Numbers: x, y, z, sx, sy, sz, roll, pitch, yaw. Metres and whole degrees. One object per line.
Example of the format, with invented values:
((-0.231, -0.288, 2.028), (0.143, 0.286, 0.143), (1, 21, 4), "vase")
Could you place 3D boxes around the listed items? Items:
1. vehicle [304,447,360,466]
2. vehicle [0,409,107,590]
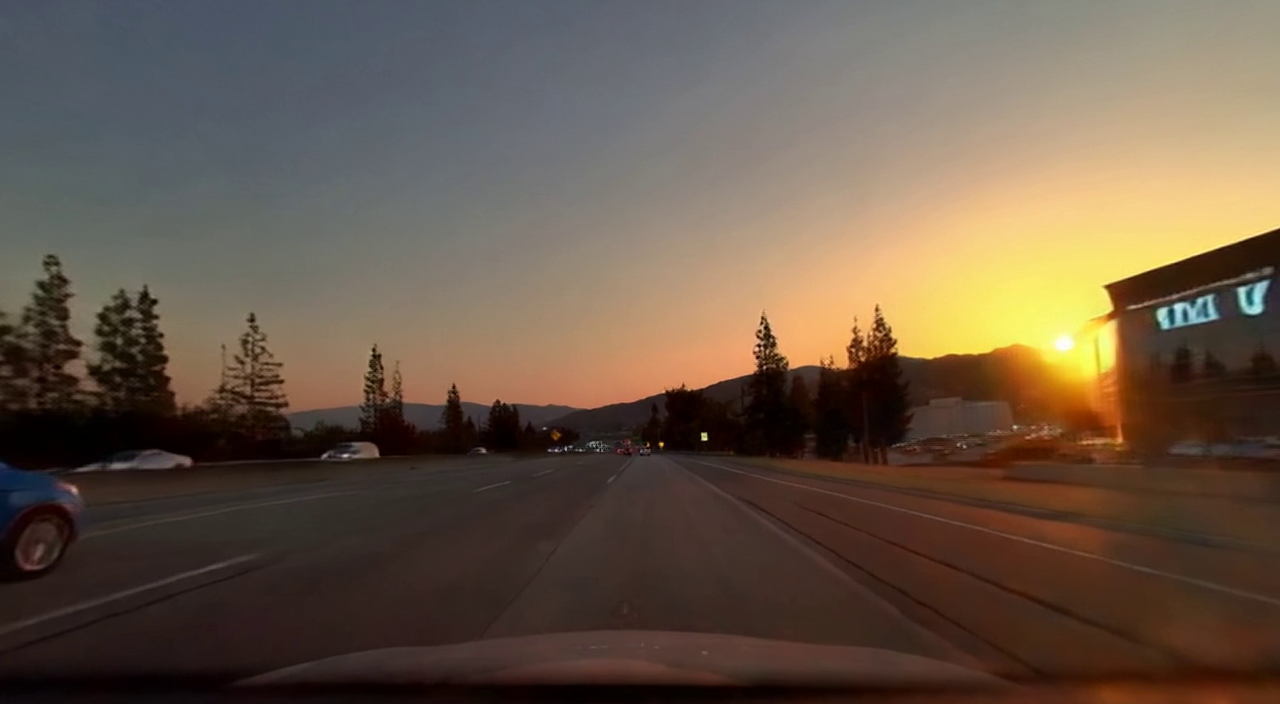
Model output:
((-23.836, 8.105, 49.016), (2.044, 1.299, 4.440), (-1, -8, 1), "vehicle")
((-7.191, 1.235, 4.787), (2.148, 1.709, 4.678), (0, -8, 0), "vehicle")
